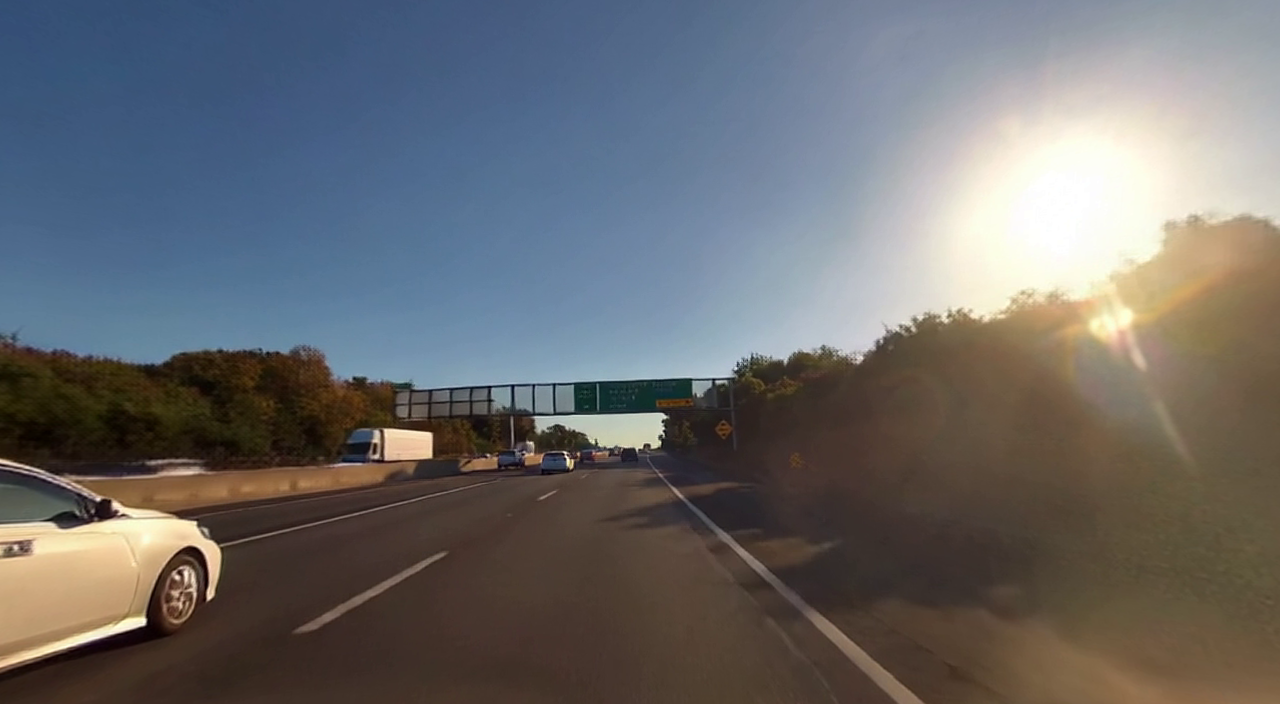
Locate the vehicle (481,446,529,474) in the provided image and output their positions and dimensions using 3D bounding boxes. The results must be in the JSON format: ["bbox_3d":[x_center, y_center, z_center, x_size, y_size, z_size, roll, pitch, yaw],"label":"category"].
[{"bbox_3d":[-7.869,6.320,36.785,1.936,1.516,3.904,0,-9,0],"label":"vehicle"}]

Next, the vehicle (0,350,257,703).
[{"bbox_3d":[-4.066,0.838,2.613,2.074,1.779,4.588,0,-9,-1],"label":"vehicle"}]

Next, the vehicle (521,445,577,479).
[{"bbox_3d":[-4.180,5.121,29.411,1.988,1.477,4.118,0,-9,0],"label":"vehicle"}]

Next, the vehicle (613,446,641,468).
[{"bbox_3d":[-0.955,7.723,46.241,2.023,1.479,3.718,0,-9,-1],"label":"vehicle"}]
